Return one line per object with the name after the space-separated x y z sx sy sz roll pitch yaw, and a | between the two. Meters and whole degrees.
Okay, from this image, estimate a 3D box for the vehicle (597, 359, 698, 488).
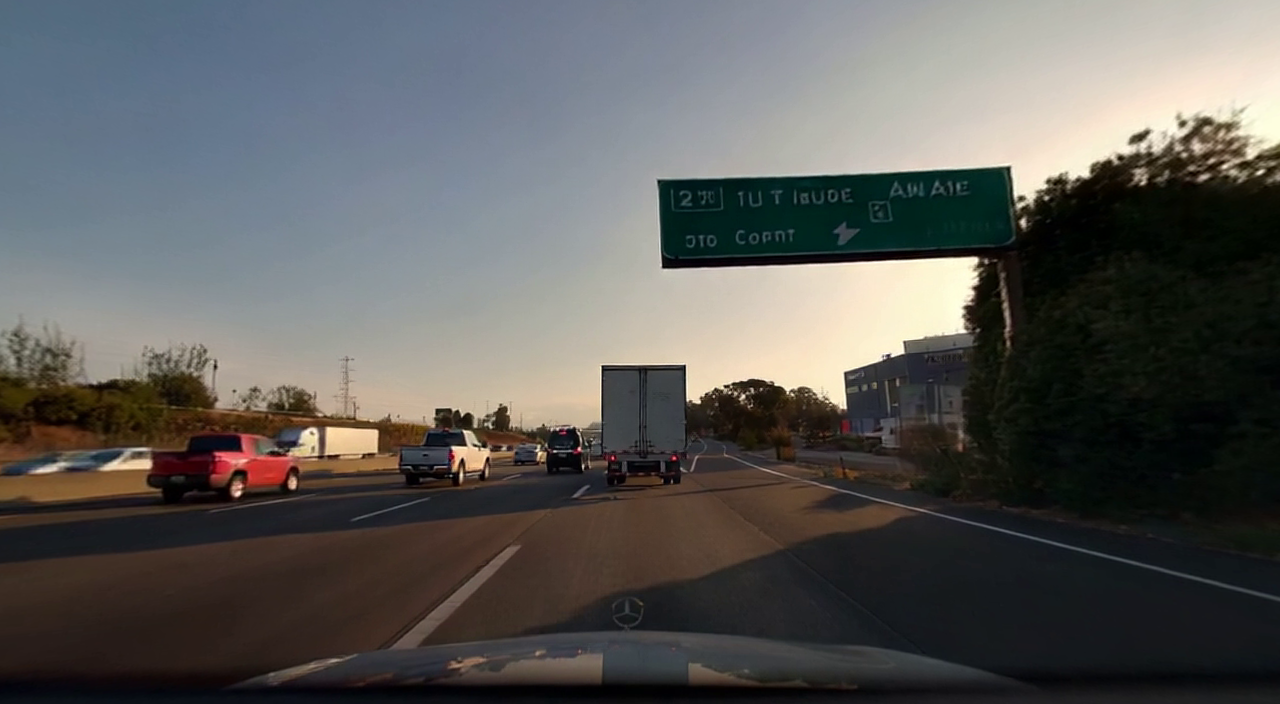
0.182 2.833 23.611 2.941 3.794 9.851 0 -9 0 | vehicle

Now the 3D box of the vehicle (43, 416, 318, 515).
-10.322 2.627 15.077 2.089 1.885 5.888 0 -9 1 | vehicle

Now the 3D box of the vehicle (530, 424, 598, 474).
-3.405 4.570 29.705 2.379 2.075 6.169 0 -9 1 | vehicle

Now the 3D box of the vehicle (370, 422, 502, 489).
-6.693 3.518 21.704 2.479 1.978 5.952 0 -9 1 | vehicle
